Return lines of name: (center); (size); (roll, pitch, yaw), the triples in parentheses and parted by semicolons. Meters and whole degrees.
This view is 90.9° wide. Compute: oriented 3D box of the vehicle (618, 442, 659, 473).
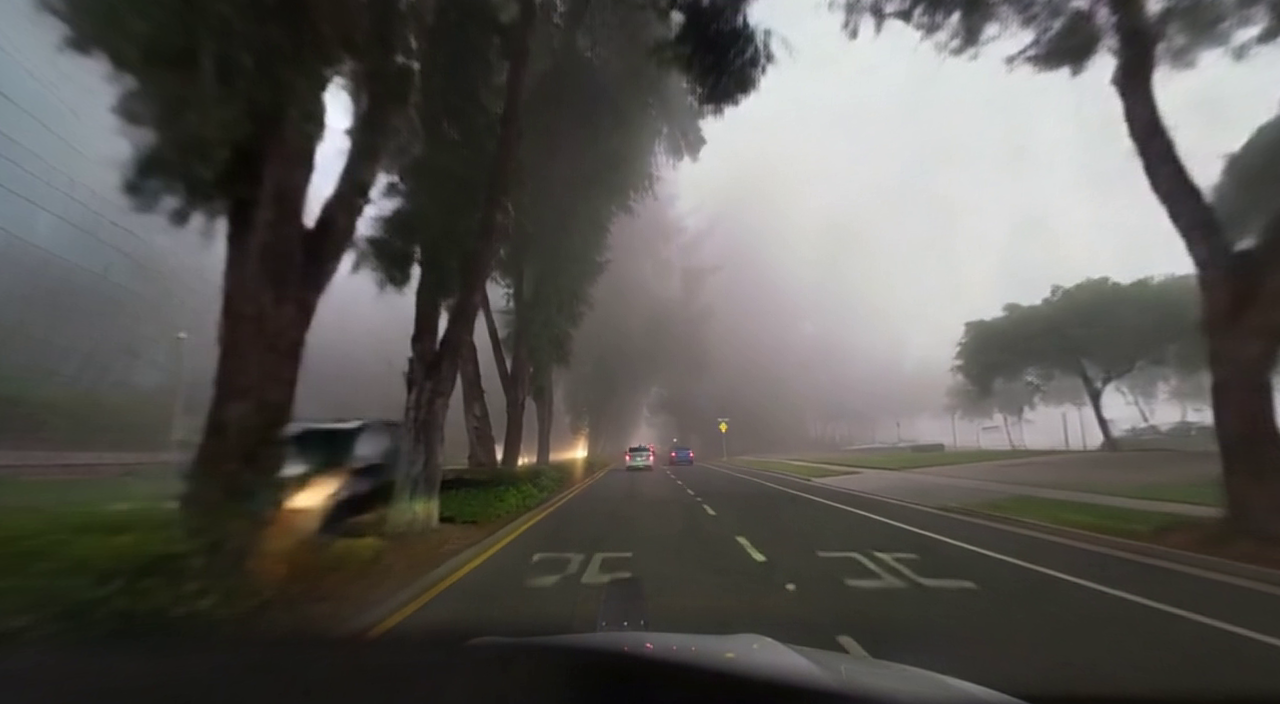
vehicle: (-0.044, 5.780, 34.749); (2.109, 1.612, 3.963); (0, -9, 1)

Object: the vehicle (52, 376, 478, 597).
vehicle: (-3.988, 1.567, 8.226); (2.301, 1.946, 5.199); (0, -9, 0)

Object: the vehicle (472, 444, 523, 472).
vehicle: (-9.536, 7.147, 42.615); (2.064, 1.722, 5.226); (0, -9, 1)

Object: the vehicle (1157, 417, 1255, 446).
vehicle: (36.926, 5.215, 41.227); (4.343, 1.714, 1.983); (-2, -8, 2)

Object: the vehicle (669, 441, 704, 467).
vehicle: (3.313, 7.442, 46.016); (2.189, 1.766, 4.495); (0, -9, 0)
